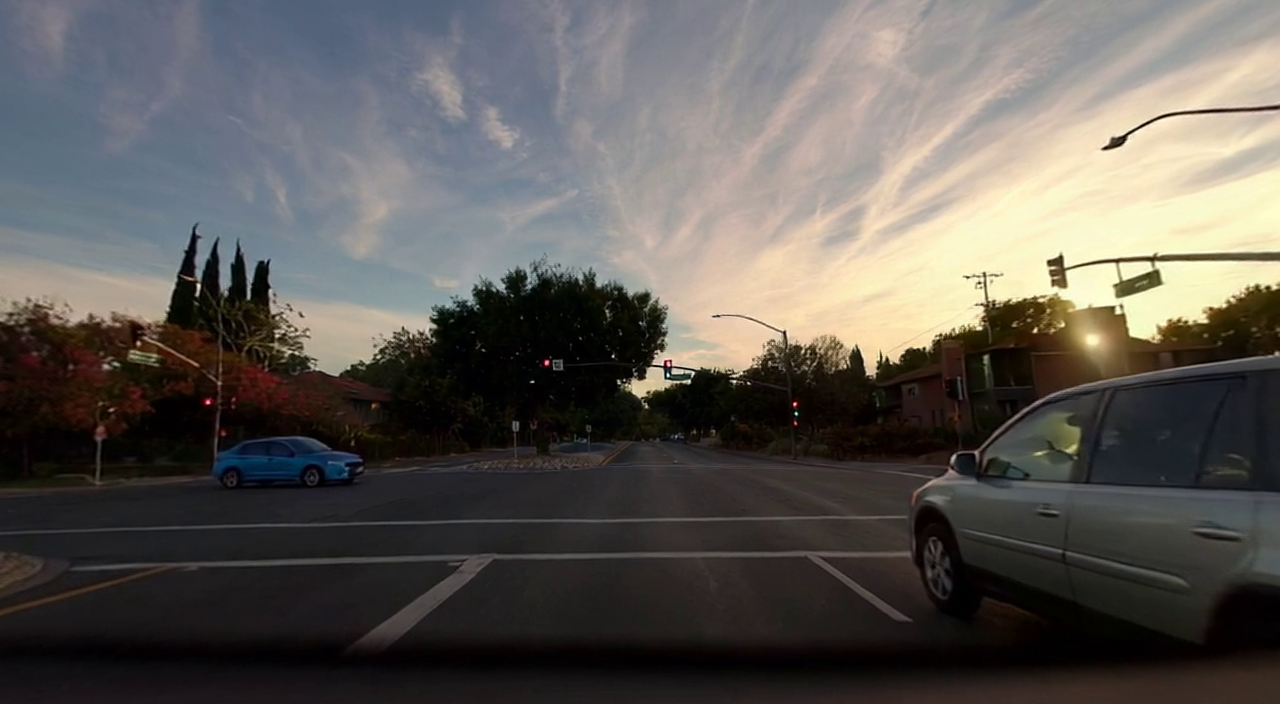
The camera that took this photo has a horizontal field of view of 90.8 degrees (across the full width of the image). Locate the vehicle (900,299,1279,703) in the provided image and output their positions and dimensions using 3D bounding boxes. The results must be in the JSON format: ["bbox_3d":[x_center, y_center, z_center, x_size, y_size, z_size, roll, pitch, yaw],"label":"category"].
[{"bbox_3d":[3.450,0.818,3.022,2.229,1.795,4.927,0,-9,-1],"label":"vehicle"}]

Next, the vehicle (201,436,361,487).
[{"bbox_3d":[-12.789,3.921,22.889,4.737,1.659,2.042,4,-10,-26],"label":"vehicle"}]
